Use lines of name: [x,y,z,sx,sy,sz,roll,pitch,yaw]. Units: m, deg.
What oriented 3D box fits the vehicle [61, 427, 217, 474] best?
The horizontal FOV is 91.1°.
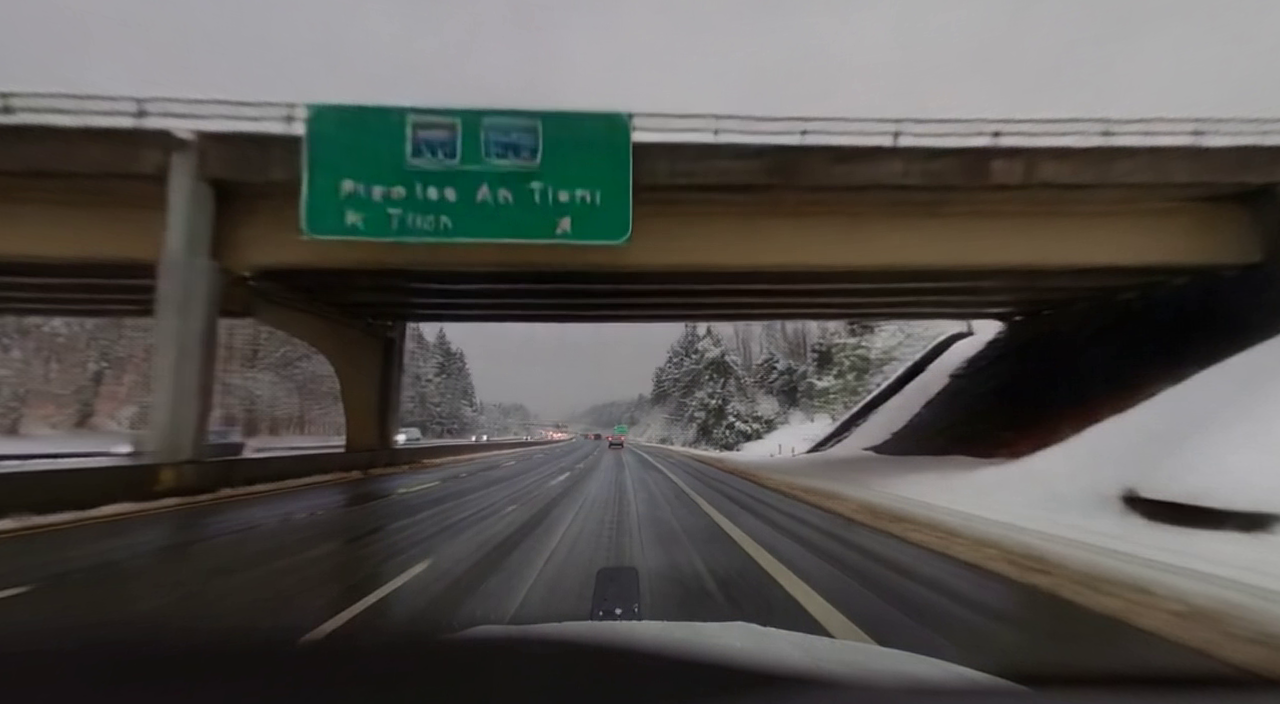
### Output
vehicle: [-17.574,3.467,22.418,1.995,1.476,4.462,0,-8,-2]
